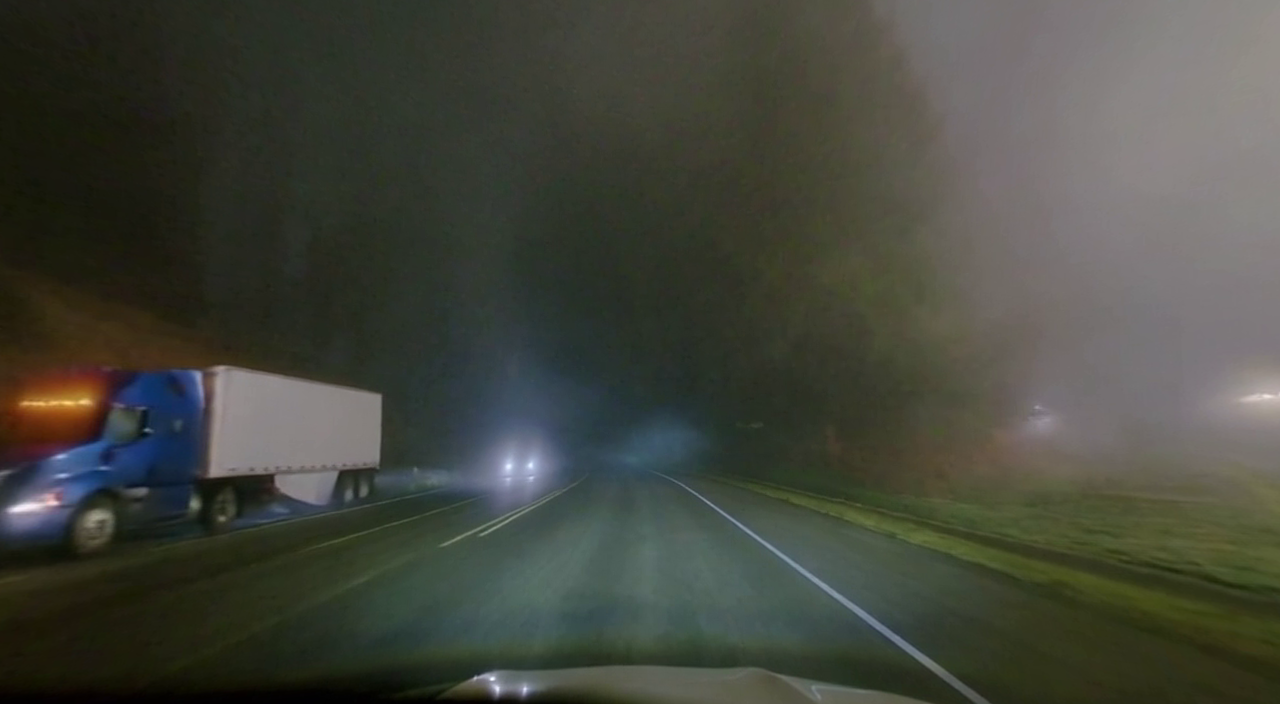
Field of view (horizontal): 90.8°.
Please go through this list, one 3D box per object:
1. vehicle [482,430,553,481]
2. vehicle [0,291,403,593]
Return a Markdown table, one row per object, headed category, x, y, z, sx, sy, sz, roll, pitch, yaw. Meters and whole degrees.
| category | x | y | z | sx | sy | sz | roll | pitch | yaw |
| --- | --- | --- | --- | --- | --- | --- | --- | --- | --- |
| vehicle | -7.986 | 6.877 | 42.380 | 2.781 | 3.039 | 8.581 | 0 | -8 | 2 |
| vehicle | -8.093 | 1.614 | 12.157 | 2.905 | 3.359 | 10.168 | 0 | -7 | 1 |
